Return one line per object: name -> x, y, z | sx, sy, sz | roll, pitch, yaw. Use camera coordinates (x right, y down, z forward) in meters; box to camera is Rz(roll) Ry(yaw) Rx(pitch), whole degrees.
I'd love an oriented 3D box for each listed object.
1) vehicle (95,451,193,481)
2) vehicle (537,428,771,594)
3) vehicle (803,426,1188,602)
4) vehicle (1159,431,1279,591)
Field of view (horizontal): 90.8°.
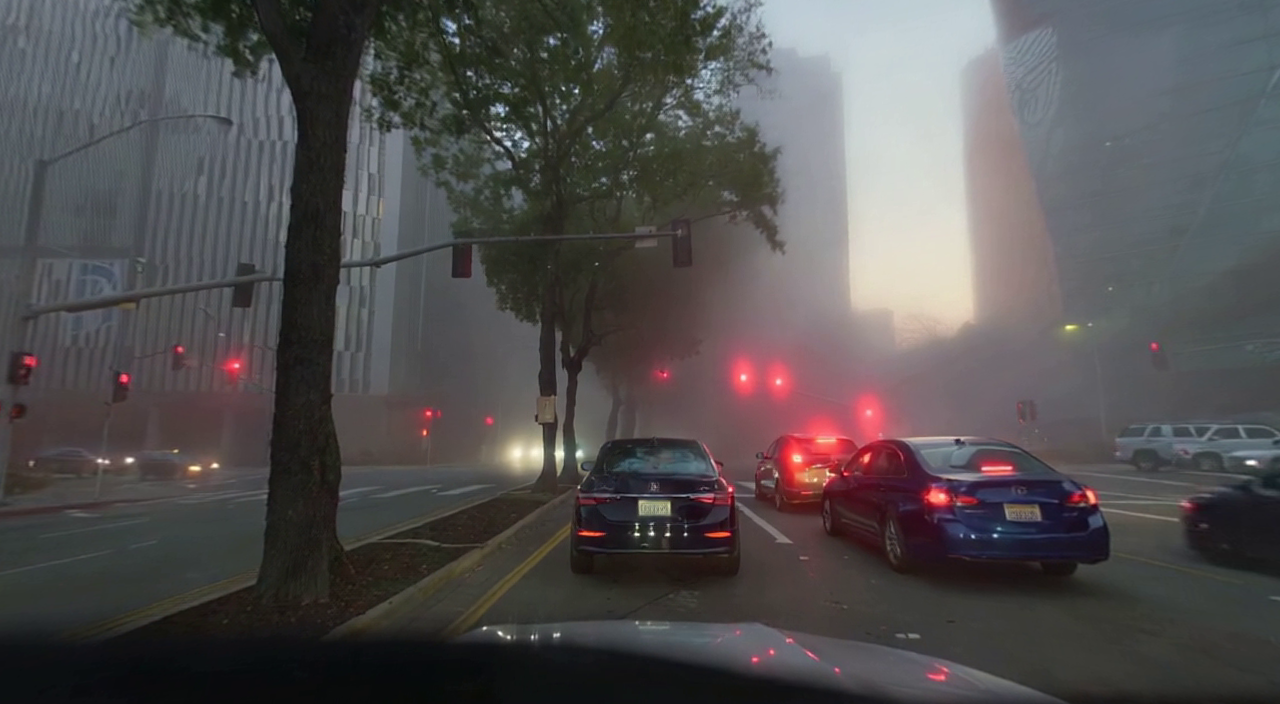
vehicle -> -26.663, 6.127, 34.039 | 3.657, 1.528, 1.783 | 1, -9, -3
vehicle -> 0.094, 1.733, 7.730 | 2.087, 1.468, 4.014 | 0, -9, -1
vehicle -> 3.644, 1.738, 7.741 | 2.018, 1.491, 4.544 | 0, -9, -1
vehicle -> 7.202, 1.399, 5.198 | 2.085, 1.518, 4.455 | 0, -9, 1
